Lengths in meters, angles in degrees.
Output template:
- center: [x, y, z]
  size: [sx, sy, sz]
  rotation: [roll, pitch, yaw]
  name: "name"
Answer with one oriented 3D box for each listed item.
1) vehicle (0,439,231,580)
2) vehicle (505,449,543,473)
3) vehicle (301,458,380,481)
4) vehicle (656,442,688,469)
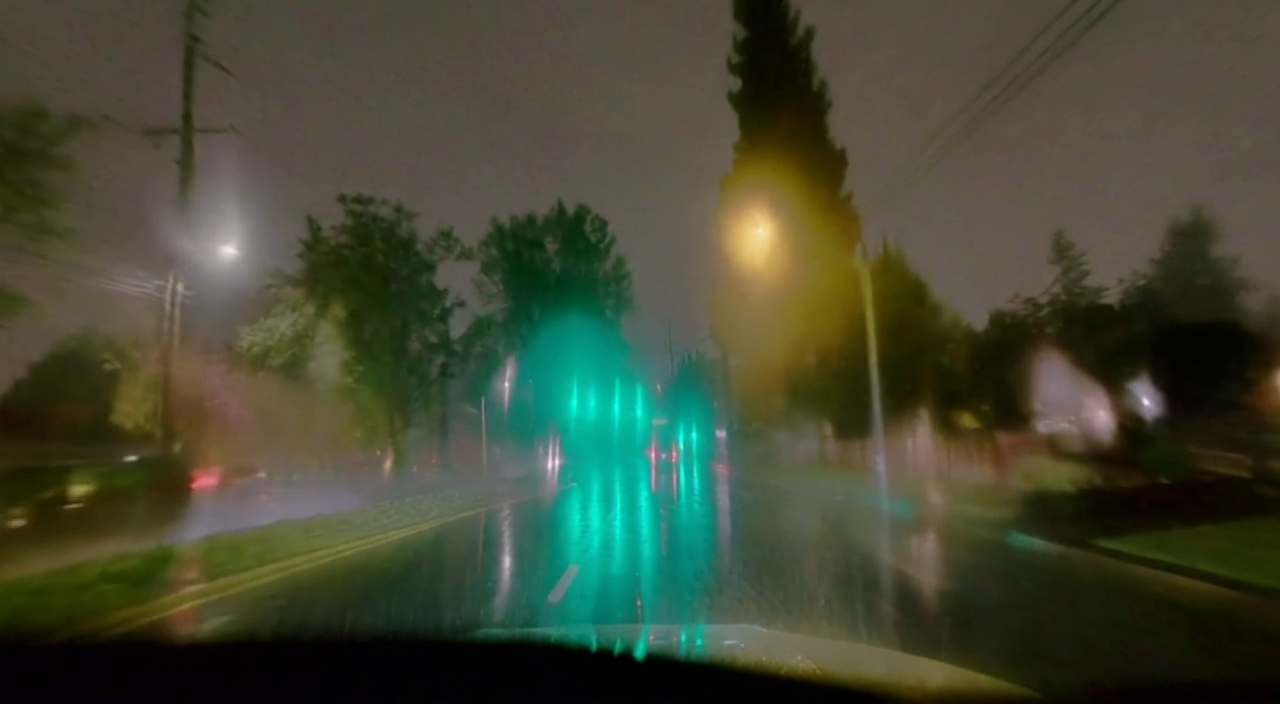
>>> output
- center: [-10.085, 2.468, 10.559]
  size: [2.337, 1.963, 5.862]
  rotation: [-1, -8, 3]
  name: "vehicle"
- center: [-9.033, 8.497, 49.493]
  size: [1.985, 1.741, 4.370]
  rotation: [-1, -8, 2]
  name: "vehicle"
- center: [-20.444, 8.025, 43.198]
  size: [4.455, 1.464, 1.885]
  rotation: [-1, -9, 8]
  name: "vehicle"
- center: [2.236, 7.356, 45.142]
  size: [2.215, 1.799, 4.426]
  rotation: [0, -8, 2]
  name: "vehicle"
